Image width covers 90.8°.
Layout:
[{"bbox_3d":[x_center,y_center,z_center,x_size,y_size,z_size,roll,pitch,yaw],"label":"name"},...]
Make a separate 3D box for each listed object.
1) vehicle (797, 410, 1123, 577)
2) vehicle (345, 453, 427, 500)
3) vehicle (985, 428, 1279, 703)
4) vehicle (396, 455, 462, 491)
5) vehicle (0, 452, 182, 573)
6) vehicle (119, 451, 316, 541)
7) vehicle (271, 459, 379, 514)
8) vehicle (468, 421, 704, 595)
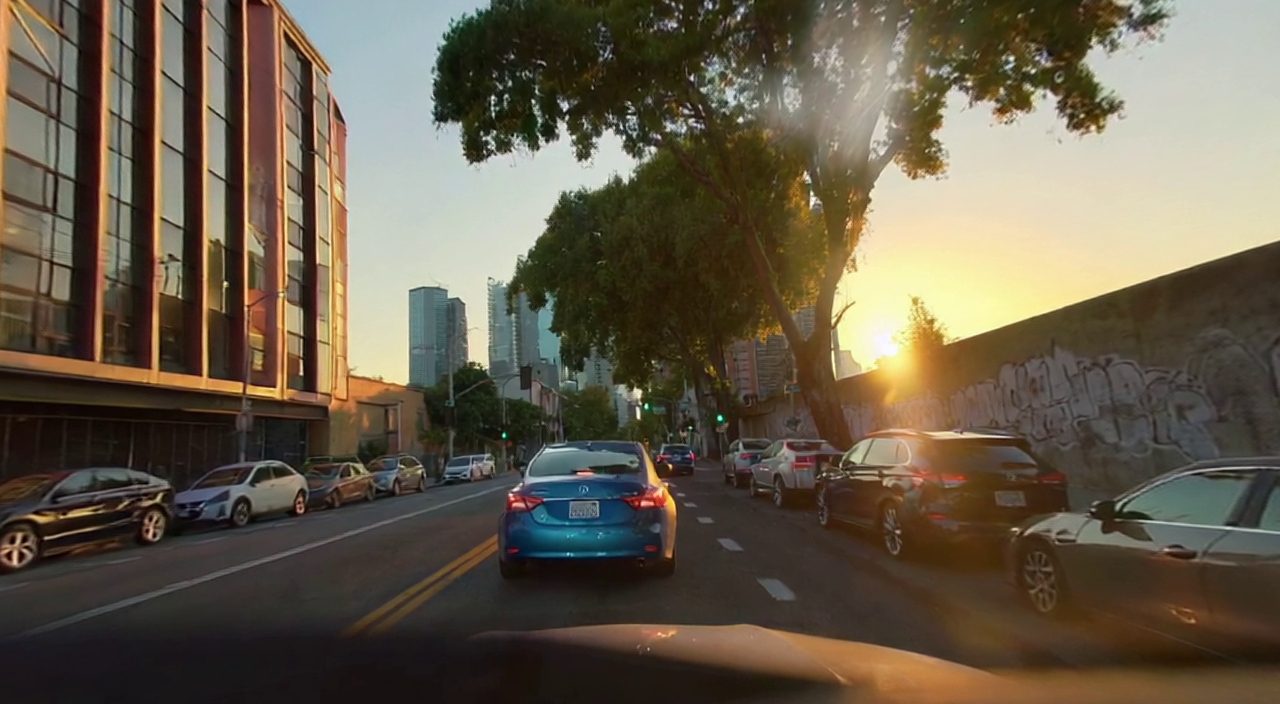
[{"bbox_3d":[4.203,1.948,9.667,2.097,1.811,5.230,0,-8,-2],"label":"vehicle"},{"bbox_3d":[-11.031,5.398,27.739,1.822,1.639,4.144,-6,-8,0],"label":"vehicle"},{"bbox_3d":[4.241,1.272,3.634,1.955,1.535,4.266,3,-9,-3],"label":"vehicle"},{"bbox_3d":[-11.102,6.367,33.641,1.931,1.499,4.645,-6,-8,-2],"label":"vehicle"},{"bbox_3d":[-10.859,2.834,11.264,1.988,1.781,4.827,-7,-8,-4],"label":"vehicle"},{"bbox_3d":[-10.893,3.662,16.785,2.276,1.741,4.439,-6,-8,-1],"label":"vehicle"},{"bbox_3d":[-11.018,4.680,22.452,1.741,1.506,4.370,-5,-8,-2],"label":"vehicle"},{"bbox_3d":[-0.505,1.760,8.056,2.166,1.579,4.300,0,-8,0],"label":"vehicle"}]
